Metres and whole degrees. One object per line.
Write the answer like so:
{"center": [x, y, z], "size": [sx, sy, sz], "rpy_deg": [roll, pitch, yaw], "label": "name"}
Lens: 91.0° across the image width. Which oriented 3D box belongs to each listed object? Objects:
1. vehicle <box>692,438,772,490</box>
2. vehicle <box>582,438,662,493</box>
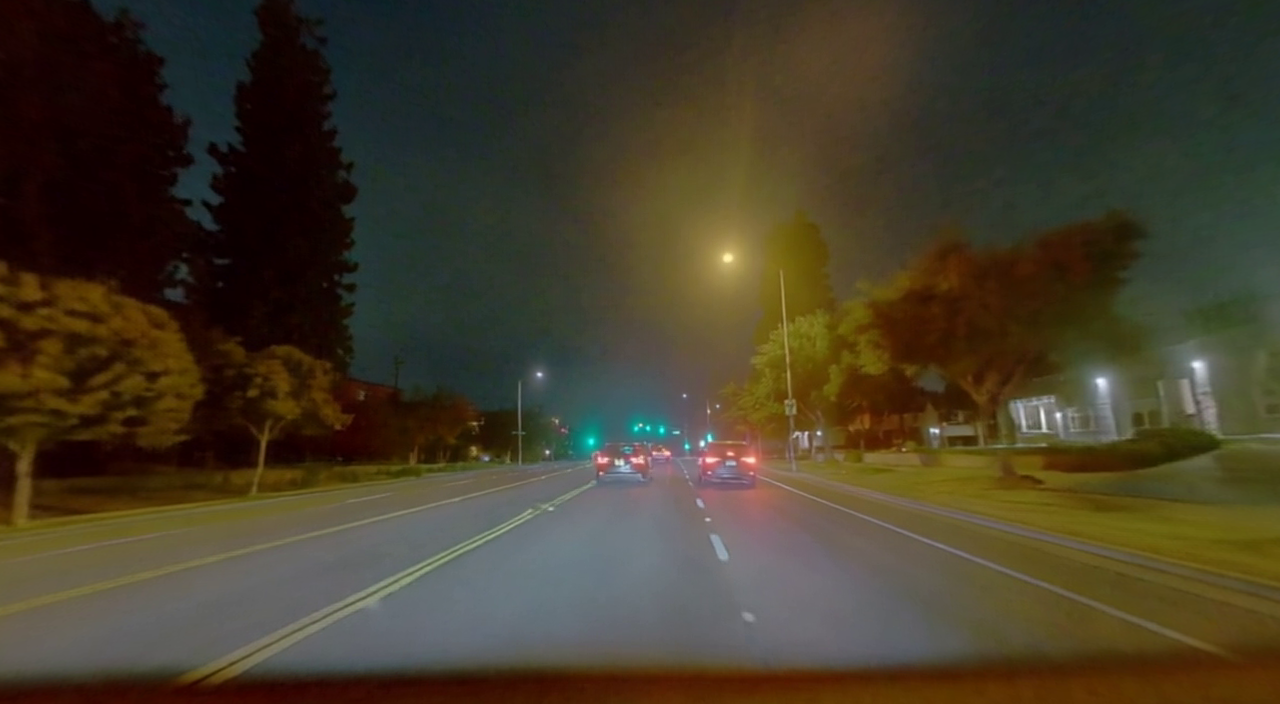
{"center": [2.828, 3.532, 20.208], "size": [2.065, 1.456, 4.099], "rpy_deg": [0, -8, 2], "label": "vehicle"}
{"center": [-0.416, 3.379, 19.166], "size": [2.030, 1.467, 4.403], "rpy_deg": [-1, -8, 3], "label": "vehicle"}
